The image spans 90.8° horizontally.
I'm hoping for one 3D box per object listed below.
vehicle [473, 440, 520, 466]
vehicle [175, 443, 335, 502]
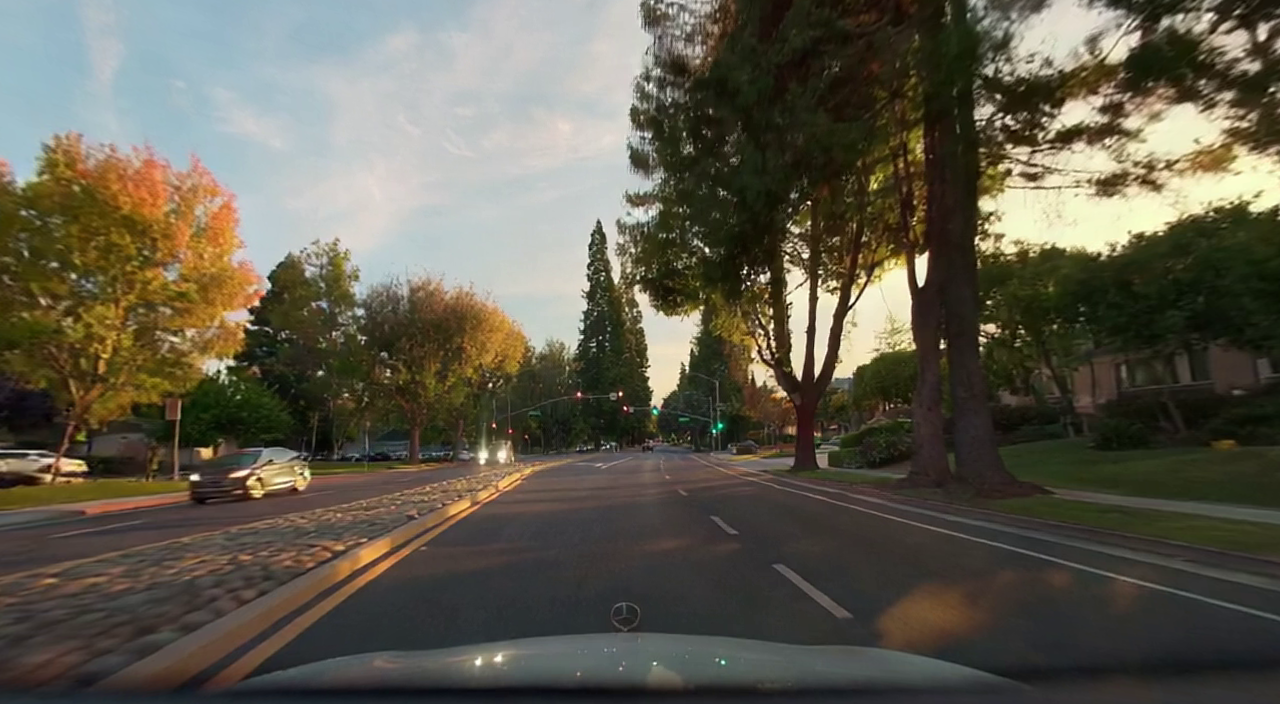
[{"bbox_3d":[-11.240,7.931,49.856,2.174,1.855,5.452,-1,-9,3],"label":"vehicle"},{"bbox_3d":[-11.599,3.626,19.522,1.948,1.558,4.672,-1,-9,1],"label":"vehicle"}]
